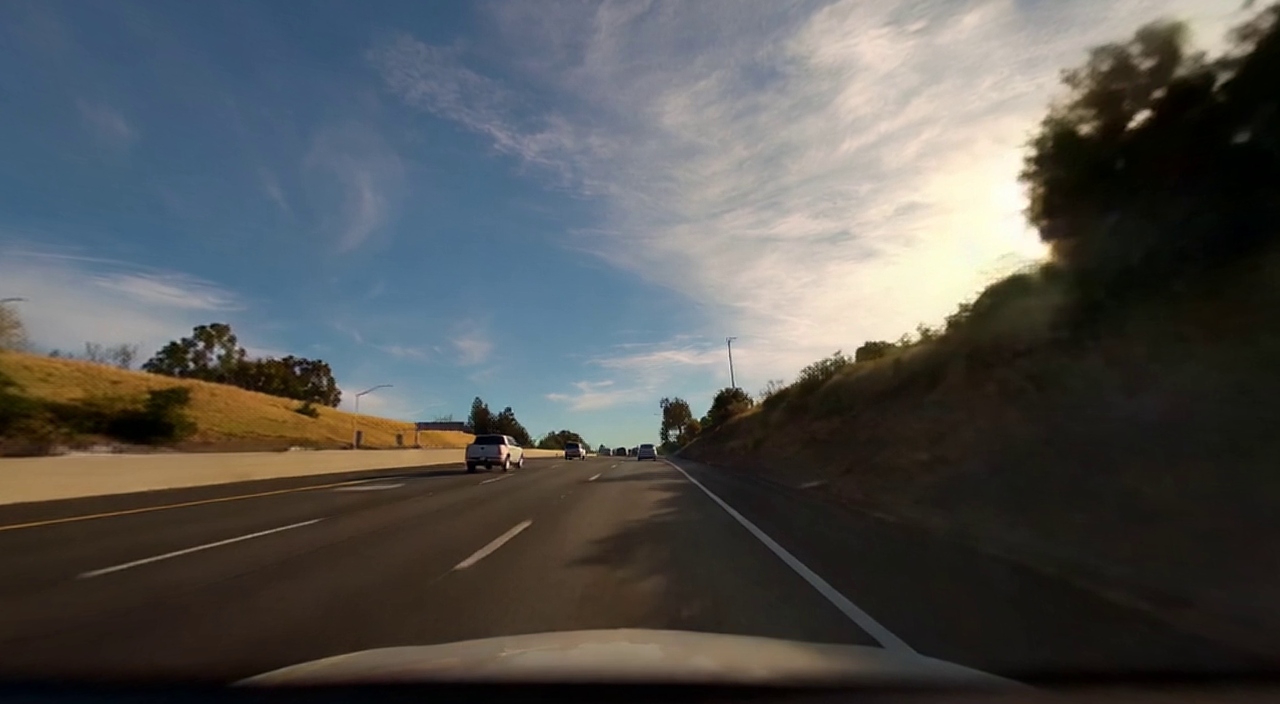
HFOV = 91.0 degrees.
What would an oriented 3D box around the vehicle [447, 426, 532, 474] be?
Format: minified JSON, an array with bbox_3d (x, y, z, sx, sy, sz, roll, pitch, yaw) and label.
[{"bbox_3d":[-6.639,4.419,28.622,2.438,1.967,5.596,0,-8,1],"label":"vehicle"}]

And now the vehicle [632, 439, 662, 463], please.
[{"bbox_3d":[0.546,7.392,47.310,2.141,1.706,4.065,0,-8,0],"label":"vehicle"}]

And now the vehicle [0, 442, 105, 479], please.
[{"bbox_3d":[-28.583,5.096,29.942,1.993,1.606,4.790,0,-8,0],"label":"vehicle"}]
